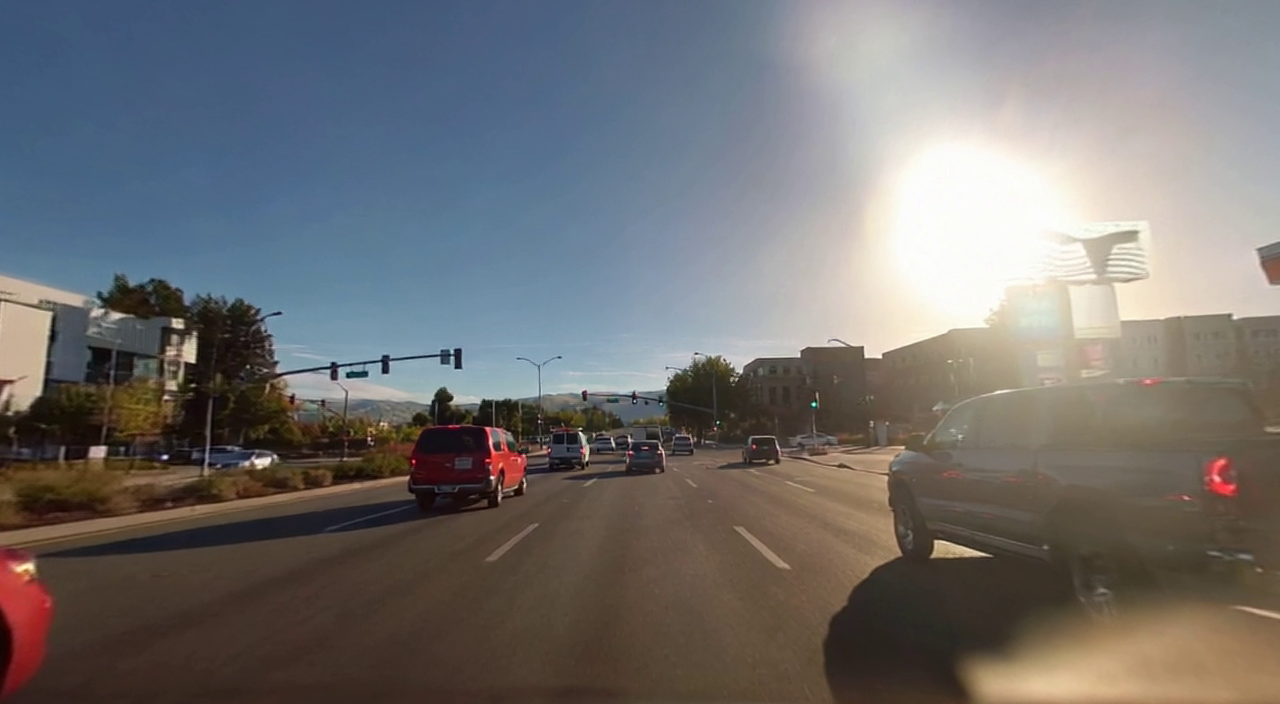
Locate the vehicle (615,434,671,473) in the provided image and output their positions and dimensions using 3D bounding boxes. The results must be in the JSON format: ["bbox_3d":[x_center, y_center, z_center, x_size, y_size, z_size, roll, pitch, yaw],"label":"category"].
[{"bbox_3d":[0.115,4.847,30.378,2.426,1.703,5.602,0,-8,0],"label":"vehicle"}]

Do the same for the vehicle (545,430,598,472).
[{"bbox_3d":[-3.358,4.959,31.695,2.025,1.936,4.995,0,-8,1],"label":"vehicle"}]

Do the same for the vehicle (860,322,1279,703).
[{"bbox_3d":[3.621,1.090,4.854,2.055,1.786,4.817,0,-8,0],"label":"vehicle"}]

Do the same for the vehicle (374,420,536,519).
[{"bbox_3d":[-3.744,2.461,13.889,2.002,1.747,5.173,0,-8,0],"label":"vehicle"}]

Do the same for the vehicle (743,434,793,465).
[{"bbox_3d":[7.363,5.618,36.484,2.119,1.696,4.623,0,-8,3],"label":"vehicle"}]
